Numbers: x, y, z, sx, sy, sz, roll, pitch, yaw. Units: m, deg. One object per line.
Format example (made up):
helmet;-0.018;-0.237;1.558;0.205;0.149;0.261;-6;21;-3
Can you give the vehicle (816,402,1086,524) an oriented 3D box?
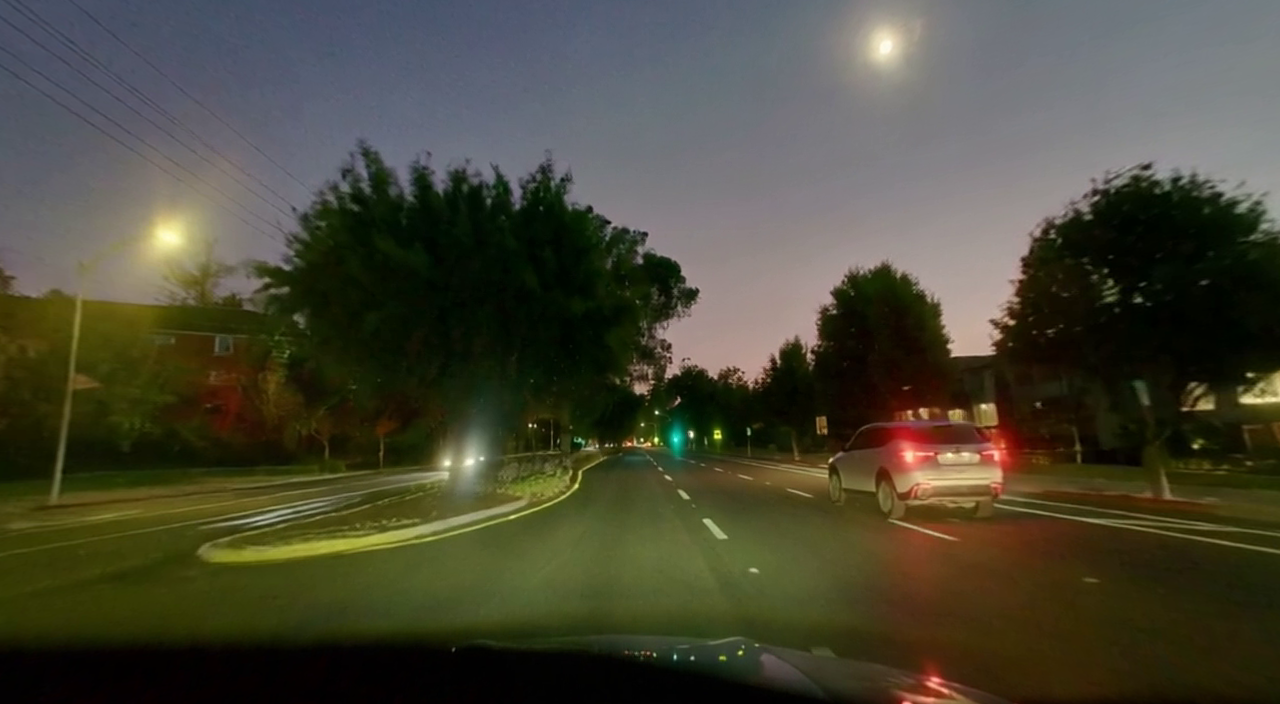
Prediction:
vehicle;5.913;2.268;13.374;2.493;1.956;6.125;0;-9;-1
